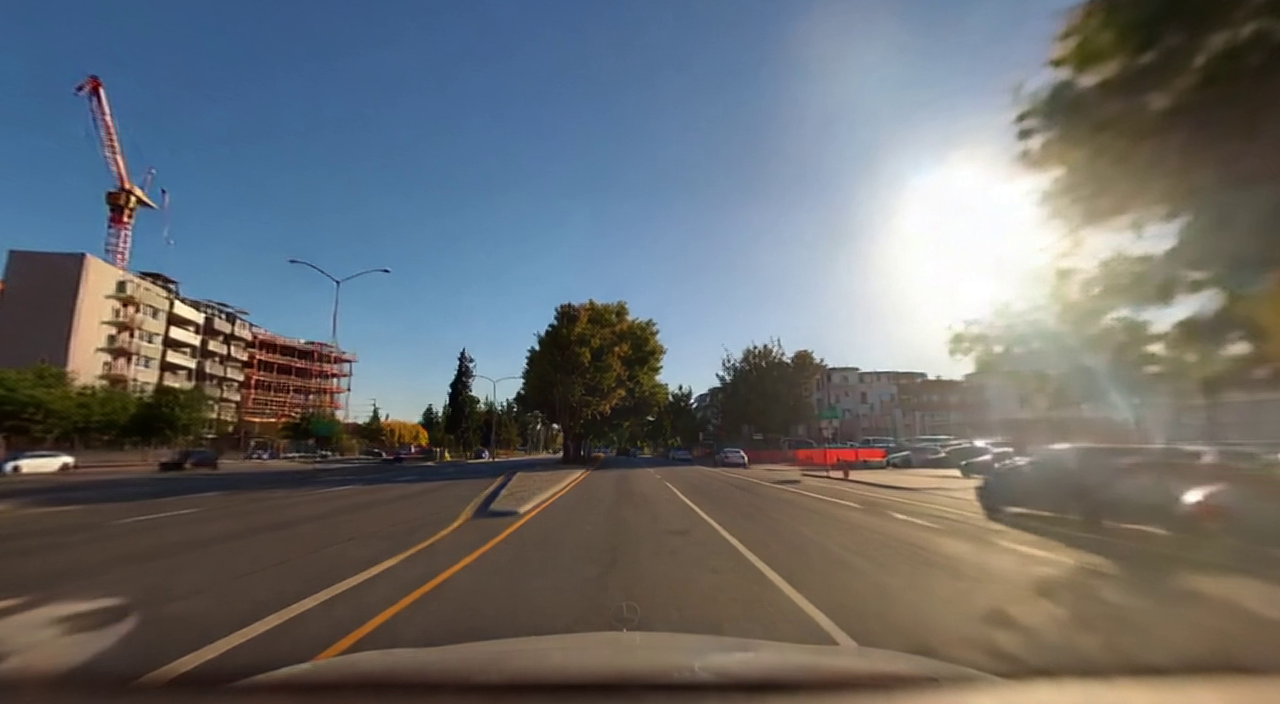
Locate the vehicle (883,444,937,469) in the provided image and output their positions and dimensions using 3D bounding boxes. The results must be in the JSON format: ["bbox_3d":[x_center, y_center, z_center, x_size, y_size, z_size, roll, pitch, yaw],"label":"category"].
[{"bbox_3d":[20.014,7.736,47.007,1.965,1.690,4.077,0,-8,-3],"label":"vehicle"}]

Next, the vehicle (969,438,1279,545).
[{"bbox_3d":[8.026,2.251,10.964,2.079,1.442,4.406,0,-9,-3],"label":"vehicle"}]

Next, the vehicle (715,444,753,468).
[{"bbox_3d":[7.038,7.862,47.933,2.080,1.706,4.392,0,-9,-2],"label":"vehicle"}]
